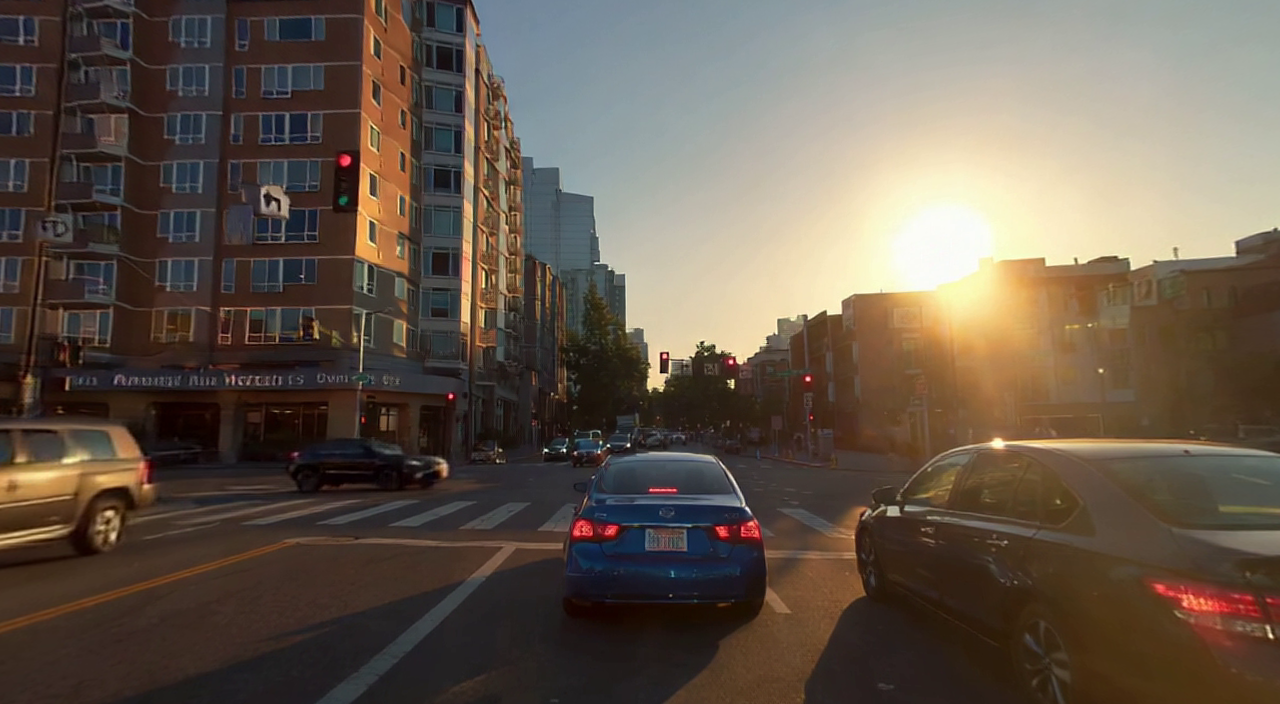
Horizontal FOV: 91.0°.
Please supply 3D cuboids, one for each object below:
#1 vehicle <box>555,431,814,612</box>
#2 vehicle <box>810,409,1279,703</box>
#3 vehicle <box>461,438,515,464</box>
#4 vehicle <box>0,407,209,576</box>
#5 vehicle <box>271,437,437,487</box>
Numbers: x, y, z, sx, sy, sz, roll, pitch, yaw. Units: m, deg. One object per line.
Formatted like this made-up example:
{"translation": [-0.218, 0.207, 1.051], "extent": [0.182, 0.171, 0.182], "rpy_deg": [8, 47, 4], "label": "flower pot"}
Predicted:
{"translation": [0.291, 1.693, 7.284], "extent": [2.132, 1.464, 4.089], "rpy_deg": [0, -8, -2], "label": "vehicle"}
{"translation": [2.819, 1.288, 4.559], "extent": [1.961, 1.498, 4.356], "rpy_deg": [0, -8, 0], "label": "vehicle"}
{"translation": [-9.745, 6.378, 40.691], "extent": [2.030, 1.596, 3.912], "rpy_deg": [-1, -9, 8], "label": "vehicle"}
{"translation": [-8.476, 1.688, 7.826], "extent": [2.338, 1.889, 5.998], "rpy_deg": [1, -8, -5], "label": "vehicle"}
{"translation": [-9.609, 3.709, 21.401], "extent": [4.688, 1.612, 1.938], "rpy_deg": [0, -8, 2], "label": "vehicle"}
